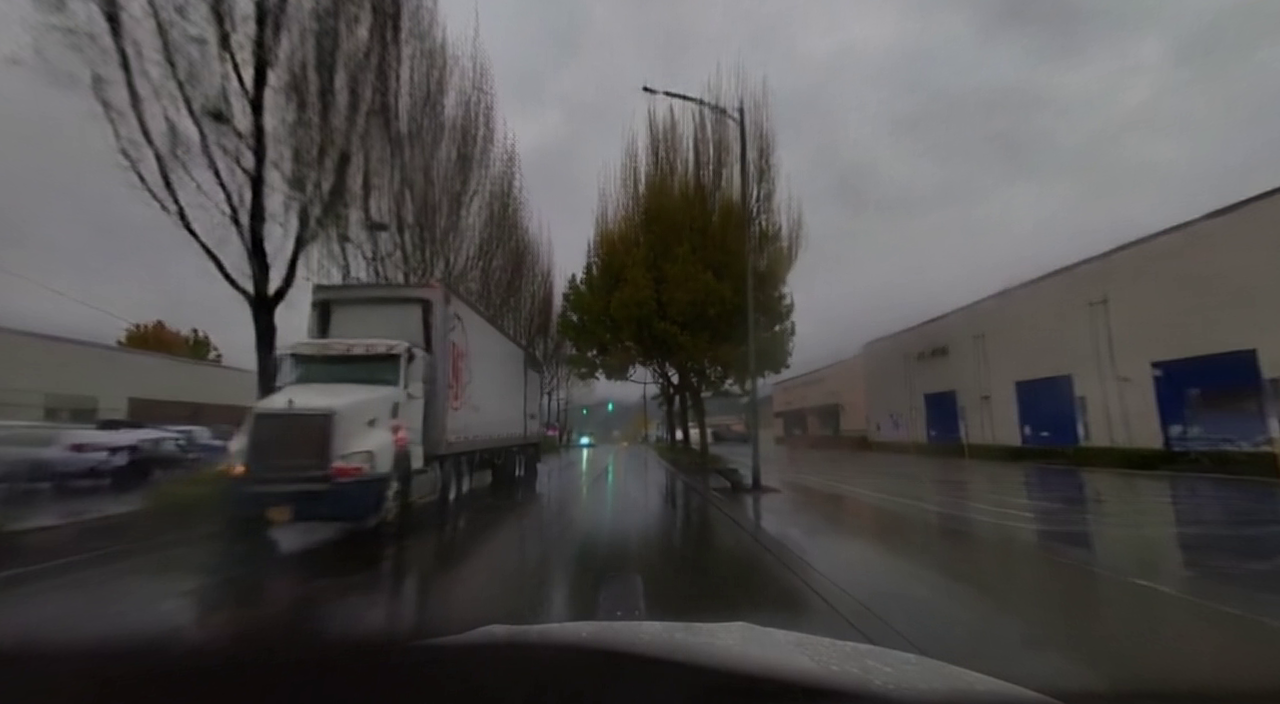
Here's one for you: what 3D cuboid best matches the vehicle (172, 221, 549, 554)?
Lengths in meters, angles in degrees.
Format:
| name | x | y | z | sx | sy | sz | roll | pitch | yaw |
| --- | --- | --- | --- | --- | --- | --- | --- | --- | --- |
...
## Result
| name | x | y | z | sx | sy | sz | roll | pitch | yaw |
| --- | --- | --- | --- | --- | --- | --- | --- | --- | --- |
| vehicle | -4.983 | 1.378 | 16.464 | 2.976 | 4.754 | 15.127 | 0 | -7 | 0 |
